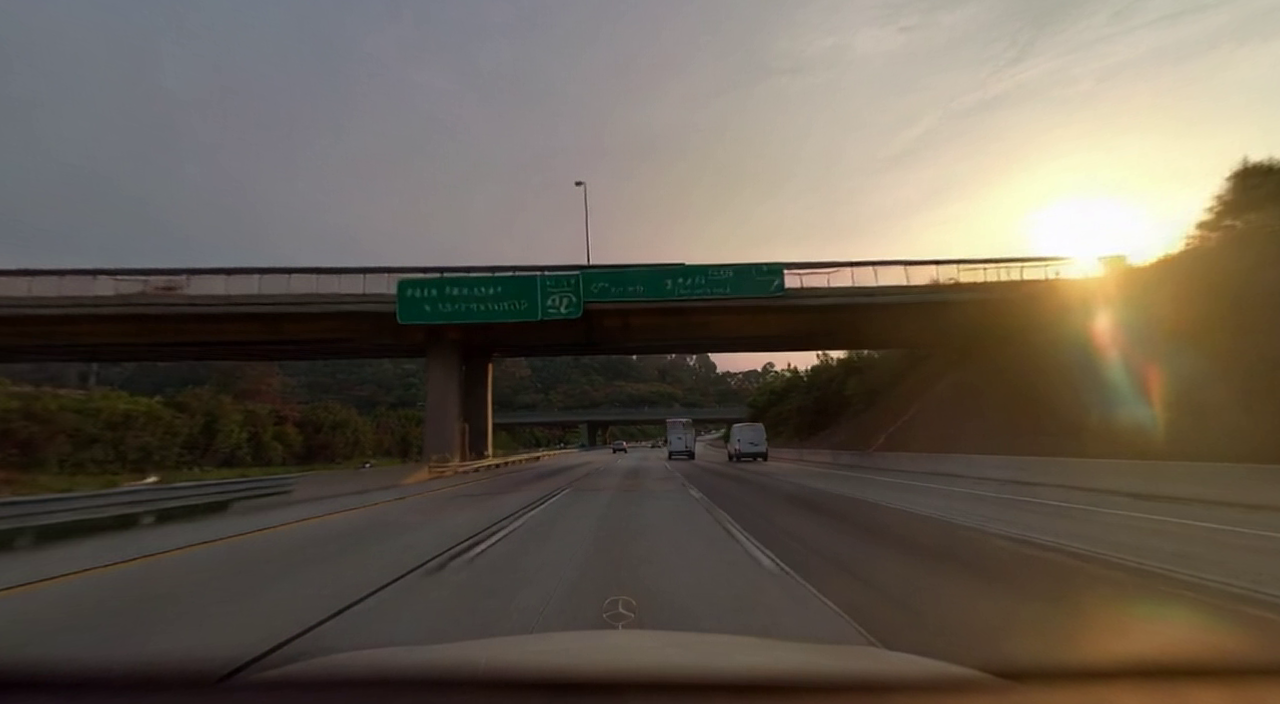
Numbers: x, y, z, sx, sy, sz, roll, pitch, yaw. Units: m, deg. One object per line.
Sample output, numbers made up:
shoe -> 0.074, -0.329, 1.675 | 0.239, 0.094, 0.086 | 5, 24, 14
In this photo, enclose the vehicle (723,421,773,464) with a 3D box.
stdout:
vehicle -> 7.589, 6.455, 45.035 | 2.379, 2.819, 6.294 | 0, -8, 0
